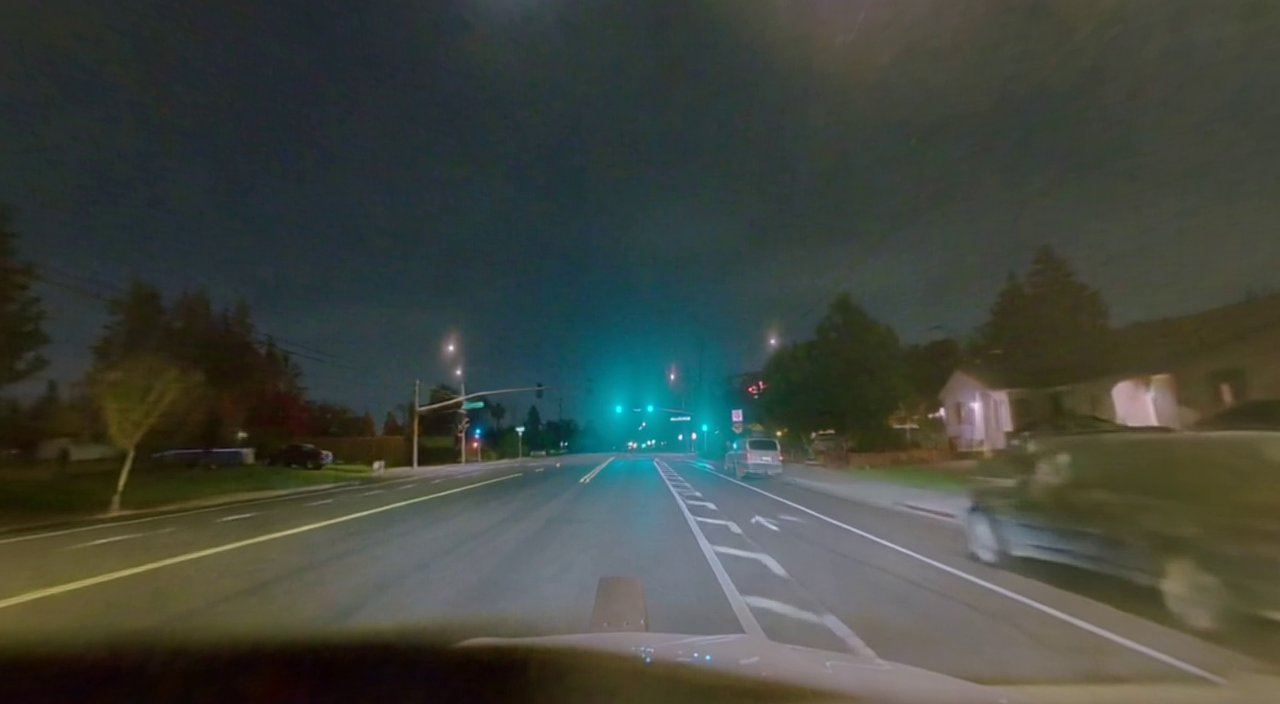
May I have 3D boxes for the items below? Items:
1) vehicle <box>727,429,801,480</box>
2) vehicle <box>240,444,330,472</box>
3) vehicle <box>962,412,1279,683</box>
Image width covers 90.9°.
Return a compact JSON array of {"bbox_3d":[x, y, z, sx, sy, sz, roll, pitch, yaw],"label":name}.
[{"bbox_3d":[4.882,4.107,25.468,2.170,1.869,4.594,0,-8,2],"label":"vehicle"},{"bbox_3d":[-22.000,6.569,39.214,4.334,1.668,2.069,0,-8,1],"label":"vehicle"},{"bbox_3d":[4.579,1.239,4.531,2.003,1.481,5.054,0,-8,2],"label":"vehicle"}]
